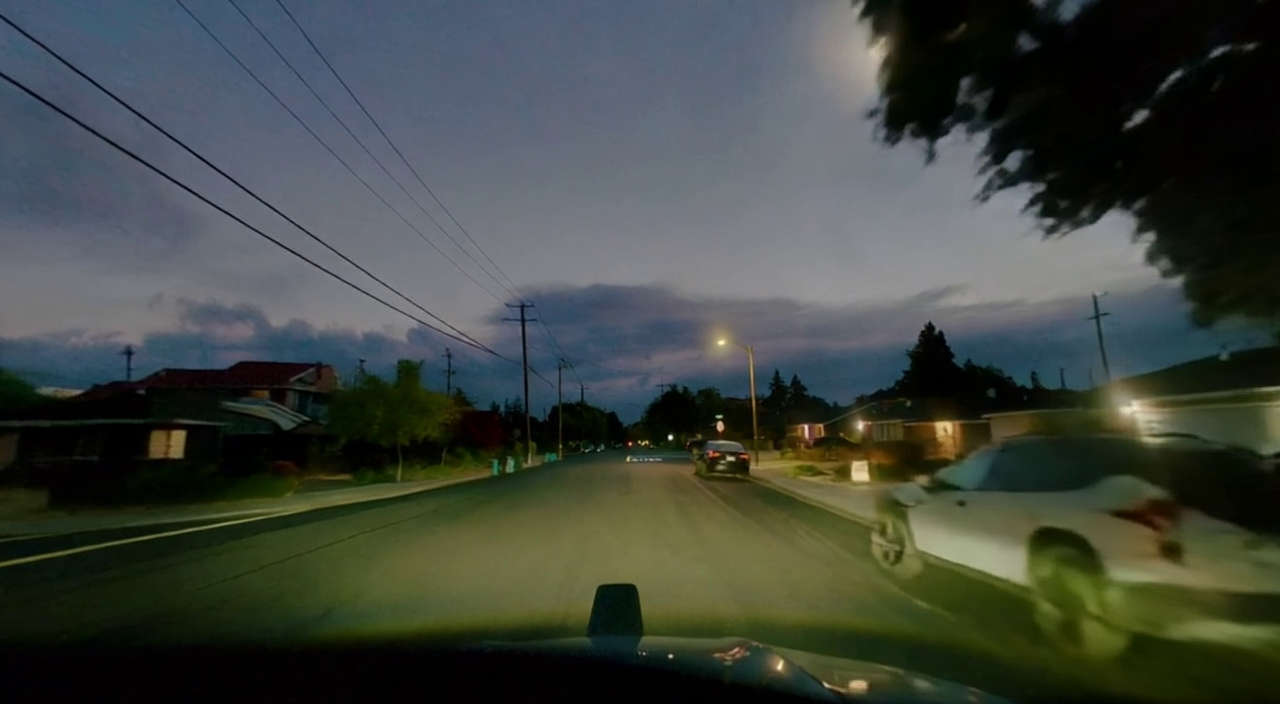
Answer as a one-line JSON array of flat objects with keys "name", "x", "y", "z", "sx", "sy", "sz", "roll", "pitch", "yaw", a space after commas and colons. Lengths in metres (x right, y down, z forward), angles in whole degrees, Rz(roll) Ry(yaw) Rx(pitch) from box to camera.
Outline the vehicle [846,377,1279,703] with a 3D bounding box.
[{"name": "vehicle", "x": 3.750, "y": 1.345, "z": 5.625, "sx": 2.134, "sy": 1.720, "sz": 4.515, "roll": 1, "pitch": -9, "yaw": -2}]

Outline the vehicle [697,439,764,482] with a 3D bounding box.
[{"name": "vehicle", "x": 3.573, "y": 4.354, "z": 25.682, "sx": 2.012, "sy": 1.531, "sz": 4.557, "roll": 1, "pitch": -9, "yaw": -1}]
